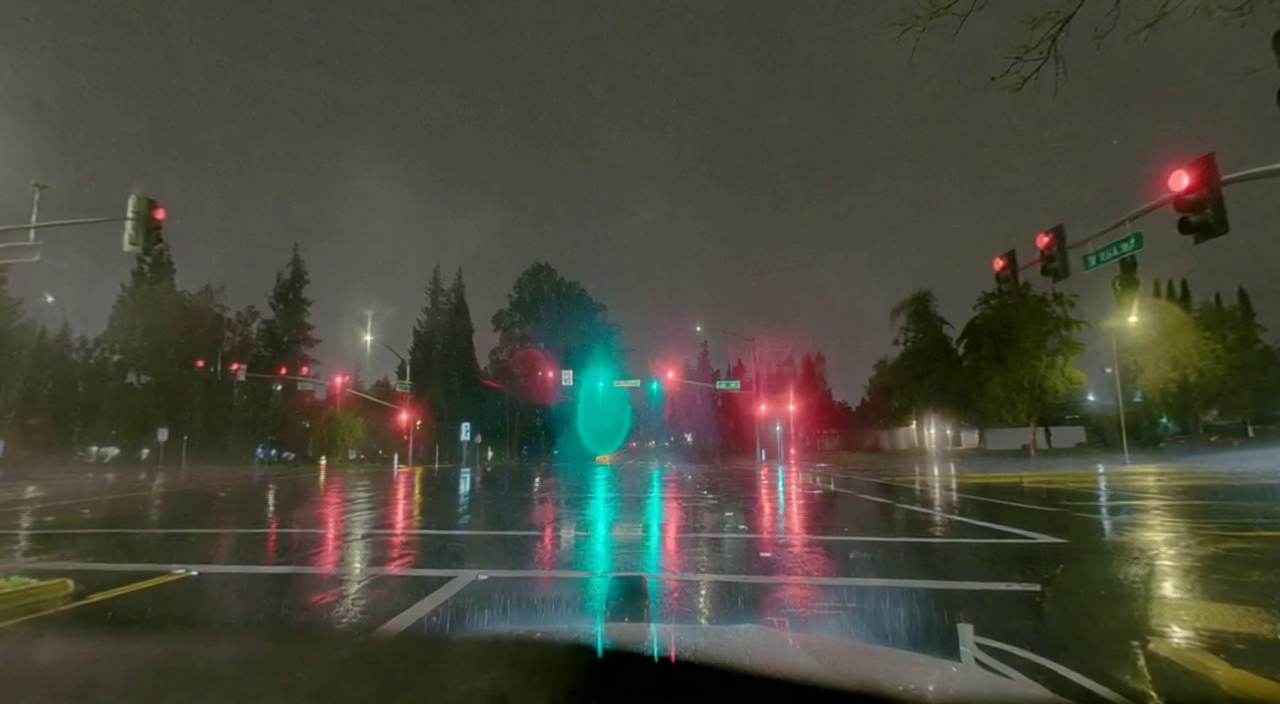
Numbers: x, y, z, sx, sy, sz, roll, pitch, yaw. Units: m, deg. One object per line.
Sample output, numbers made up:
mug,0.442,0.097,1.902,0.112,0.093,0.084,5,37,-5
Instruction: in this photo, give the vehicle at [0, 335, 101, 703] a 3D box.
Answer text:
vehicle,-3.267,0.517,0.409,1.954,1.689,4.347,0,-8,0
